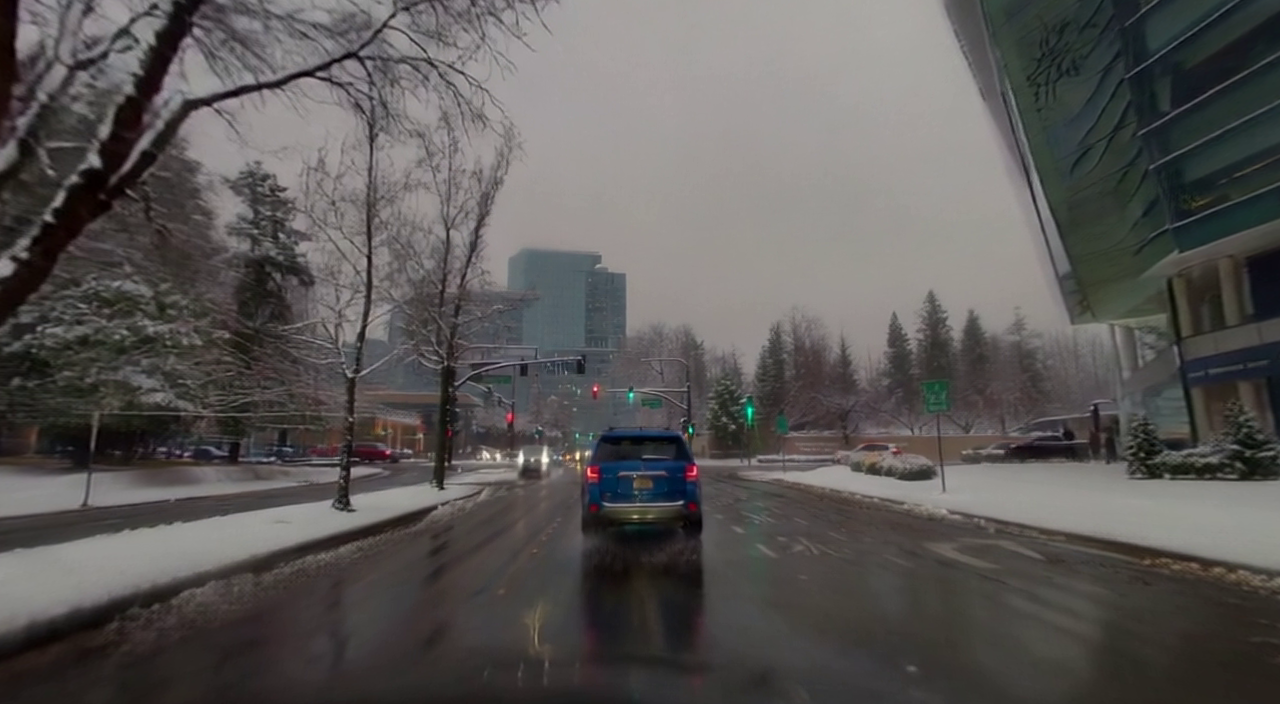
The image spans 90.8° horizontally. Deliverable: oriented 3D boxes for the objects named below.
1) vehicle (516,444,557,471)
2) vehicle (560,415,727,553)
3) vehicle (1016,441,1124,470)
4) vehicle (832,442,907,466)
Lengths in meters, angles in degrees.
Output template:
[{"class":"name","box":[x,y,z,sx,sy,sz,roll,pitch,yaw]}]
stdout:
[{"class":"vehicle","box":[-6.751,6.890,41.486,2.028,1.655,4.189,0,-9,-1]},{"class":"vehicle","box":[-0.038,2.025,10.355,2.183,1.765,4.059,0,-8,-2]},{"class":"vehicle","box":[24.519,5.920,36.115,4.571,1.558,2.171,0,-9,-2]},{"class":"vehicle","box":[15.671,6.968,43.262,4.422,1.563,1.751,0,-9,-2]}]
